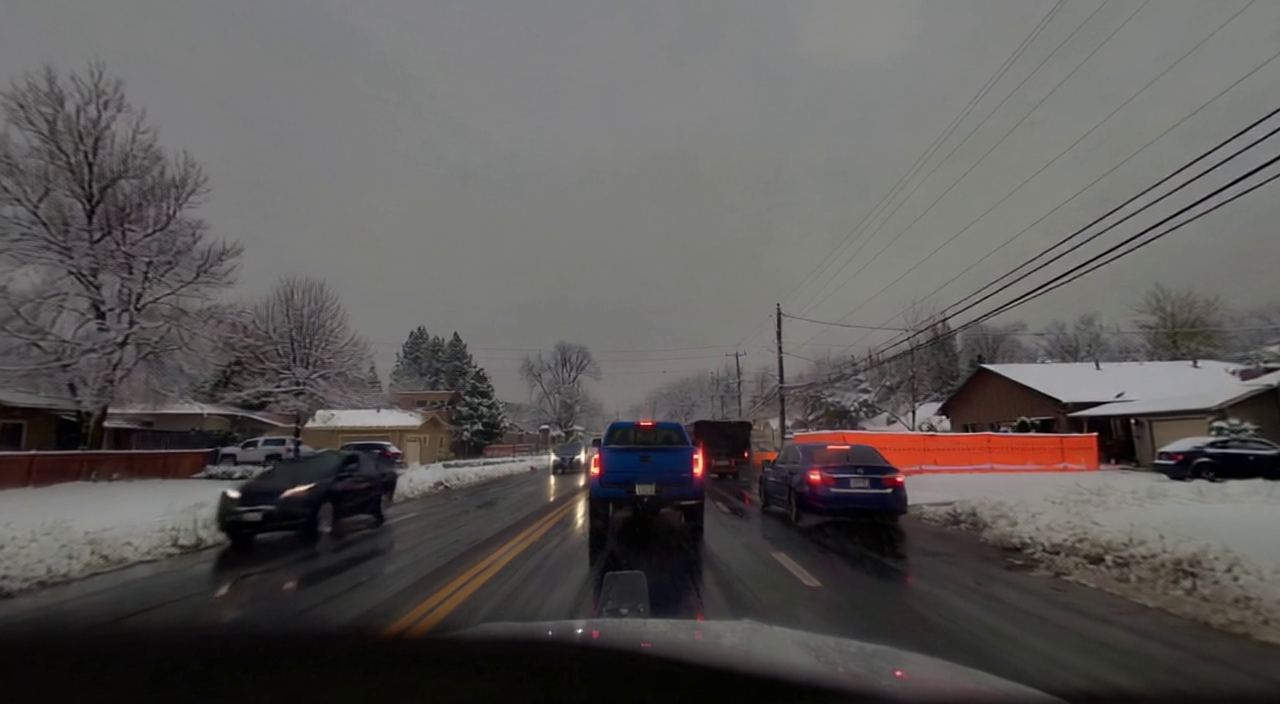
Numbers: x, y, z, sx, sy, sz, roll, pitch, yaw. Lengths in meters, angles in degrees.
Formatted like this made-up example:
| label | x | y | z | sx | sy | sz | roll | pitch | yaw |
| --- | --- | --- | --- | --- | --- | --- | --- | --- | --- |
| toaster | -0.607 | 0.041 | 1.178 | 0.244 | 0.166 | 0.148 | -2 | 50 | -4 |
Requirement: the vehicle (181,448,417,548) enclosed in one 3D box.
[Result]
| label | x | y | z | sx | sy | sz | roll | pitch | yaw |
| --- | --- | --- | --- | --- | --- | --- | --- | --- | --- |
| vehicle | -6.138 | 2.625 | 12.089 | 1.953 | 1.528 | 4.492 | 0 | -8 | 1 |

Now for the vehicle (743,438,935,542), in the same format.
| label | x | y | z | sx | sy | sz | roll | pitch | yaw |
| --- | --- | --- | --- | --- | --- | --- | --- | --- | --- |
| vehicle | 3.303 | 2.370 | 11.545 | 2.010 | 1.499 | 4.481 | 0 | -8 | -1 |

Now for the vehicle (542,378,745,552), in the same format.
| label | x | y | z | sx | sy | sz | roll | pitch | yaw |
| --- | --- | --- | --- | --- | --- | --- | --- | --- | --- |
| vehicle | 0.089 | 2.006 | 11.784 | 2.751 | 2.361 | 6.347 | 0 | -8 | 1 |
